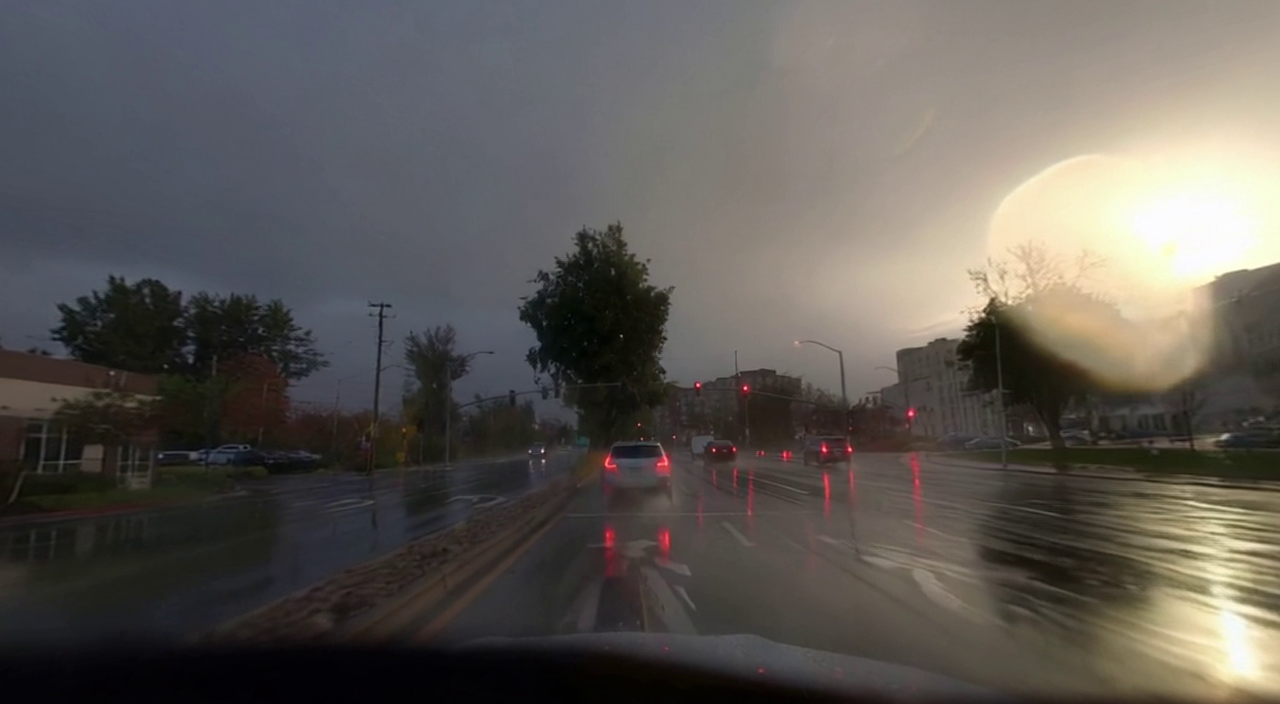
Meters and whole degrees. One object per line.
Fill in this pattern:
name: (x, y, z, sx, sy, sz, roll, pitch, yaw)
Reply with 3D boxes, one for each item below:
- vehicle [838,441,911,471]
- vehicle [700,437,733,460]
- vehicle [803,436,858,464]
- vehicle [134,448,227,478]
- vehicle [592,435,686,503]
vehicle: (12.485, 5.539, 33.960, 2.059, 1.482, 4.568, 0, -9, -2)
vehicle: (5.982, 7.608, 49.956, 1.957, 1.755, 4.331, 0, -9, -1)
vehicle: (12.964, 6.726, 43.349, 1.981, 1.746, 5.375, 0, -9, -1)
vehicle: (-30.325, 7.322, 41.906, 4.758, 1.809, 2.114, 6, -10, -33)
vehicle: (-0.064, 2.894, 15.985, 2.064, 1.477, 3.968, 0, -9, -1)
